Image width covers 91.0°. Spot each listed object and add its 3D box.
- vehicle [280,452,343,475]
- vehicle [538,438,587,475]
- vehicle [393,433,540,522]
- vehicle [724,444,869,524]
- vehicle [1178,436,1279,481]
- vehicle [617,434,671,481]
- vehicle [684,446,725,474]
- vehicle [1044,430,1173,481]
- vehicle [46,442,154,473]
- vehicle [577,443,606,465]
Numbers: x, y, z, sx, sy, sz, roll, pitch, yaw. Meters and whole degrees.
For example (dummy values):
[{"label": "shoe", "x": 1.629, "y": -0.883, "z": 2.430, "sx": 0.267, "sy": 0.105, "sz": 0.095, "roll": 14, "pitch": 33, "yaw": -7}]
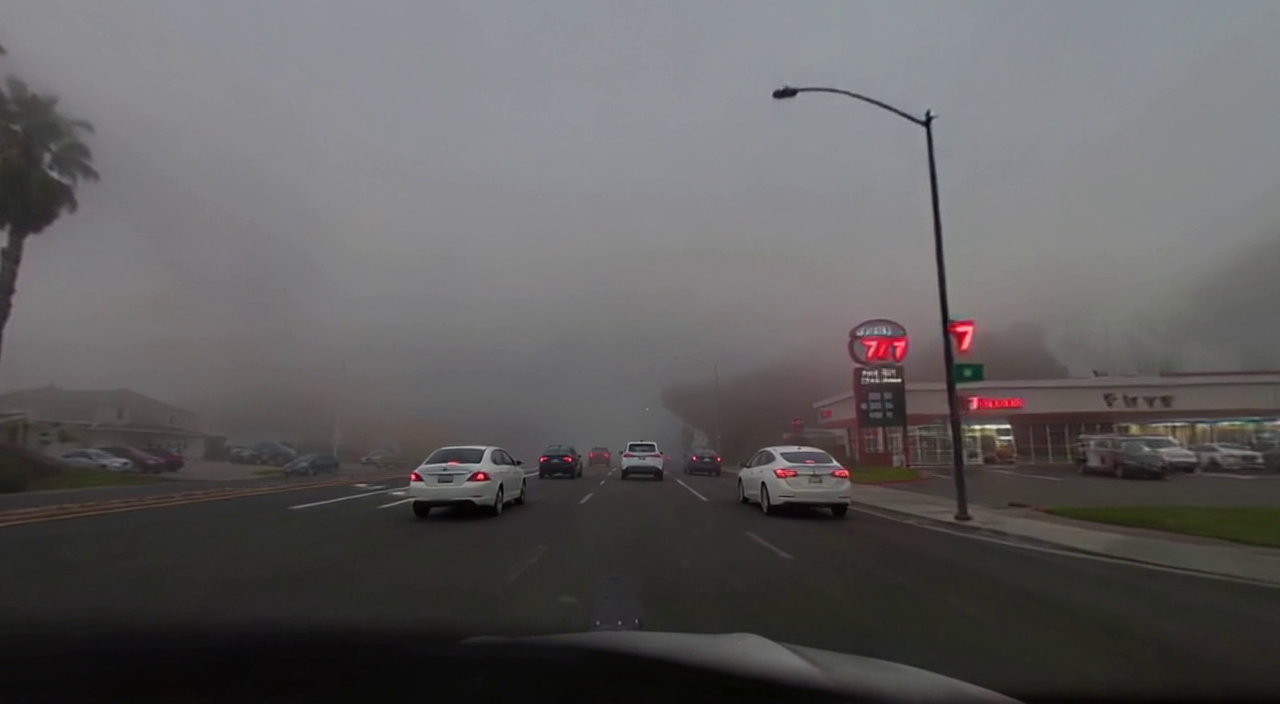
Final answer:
[{"label": "vehicle", "x": -22.569, "y": 7.649, "z": 43.480, "sx": 1.827, "sy": 1.441, "sz": 4.660, "roll": 0, "pitch": -8, "yaw": 0}, {"label": "vehicle", "x": -3.821, "y": 5.239, "z": 31.763, "sx": 1.932, "sy": 1.695, "sz": 4.235, "roll": 0, "pitch": -8, "yaw": 0}, {"label": "vehicle", "x": -3.320, "y": 2.463, "z": 12.933, "sx": 1.864, "sy": 1.505, "sz": 4.202, "roll": 0, "pitch": -8, "yaw": -1}, {"label": "vehicle", "x": 3.266, "y": 2.830, "z": 14.224, "sx": 1.977, "sy": 1.480, "sz": 4.589, "roll": 0, "pitch": -8, "yaw": -2}, {"label": "vehicle", "x": 24.406, "y": 4.226, "z": 25.188, "sx": 1.688, "sy": 1.650, "sz": 4.500, "roll": 0, "pitch": -8, "yaw": 0}, {"label": "vehicle", "x": 0.107, "y": 4.562, "z": 27.430, "sx": 2.164, "sy": 1.867, "sz": 4.254, "roll": 0, "pitch": -8, "yaw": -1}, {"label": "vehicle", "x": 3.631, "y": 6.164, "z": 36.033, "sx": 1.880, "sy": 1.476, "sz": 3.932, "roll": 0, "pitch": -8, "yaw": -1}, {"label": "vehicle", "x": 18.535, "y": 4.093, "z": 25.218, "sx": 1.905, "sy": 1.833, "sz": 4.347, "roll": 0, "pitch": -8, "yaw": 3}, {"label": "vehicle", "x": -30.138, "y": 5.882, "z": 35.246, "sx": 4.123, "sy": 1.648, "sz": 2.053, "roll": 0, "pitch": -8, "yaw": 1}, {"label": "vehicle", "x": -3.703, "y": 7.873, "z": 48.776, "sx": 1.871, "sy": 1.673, "sz": 3.920, "roll": 0, "pitch": -8, "yaw": 1}]
